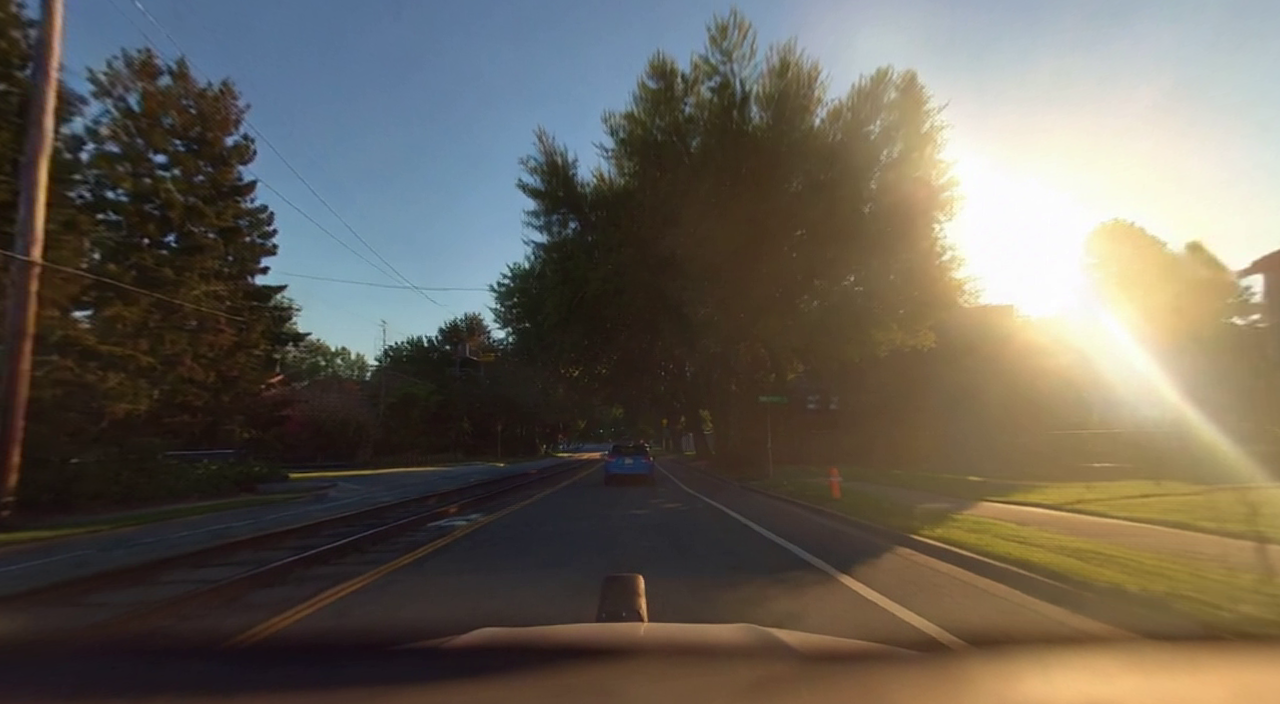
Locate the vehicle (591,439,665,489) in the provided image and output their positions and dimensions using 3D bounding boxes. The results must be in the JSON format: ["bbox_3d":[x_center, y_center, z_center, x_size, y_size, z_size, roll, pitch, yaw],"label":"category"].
[{"bbox_3d":[-0.384,3.809,21.820,2.295,1.510,4.364,0,-9,0],"label":"vehicle"}]
